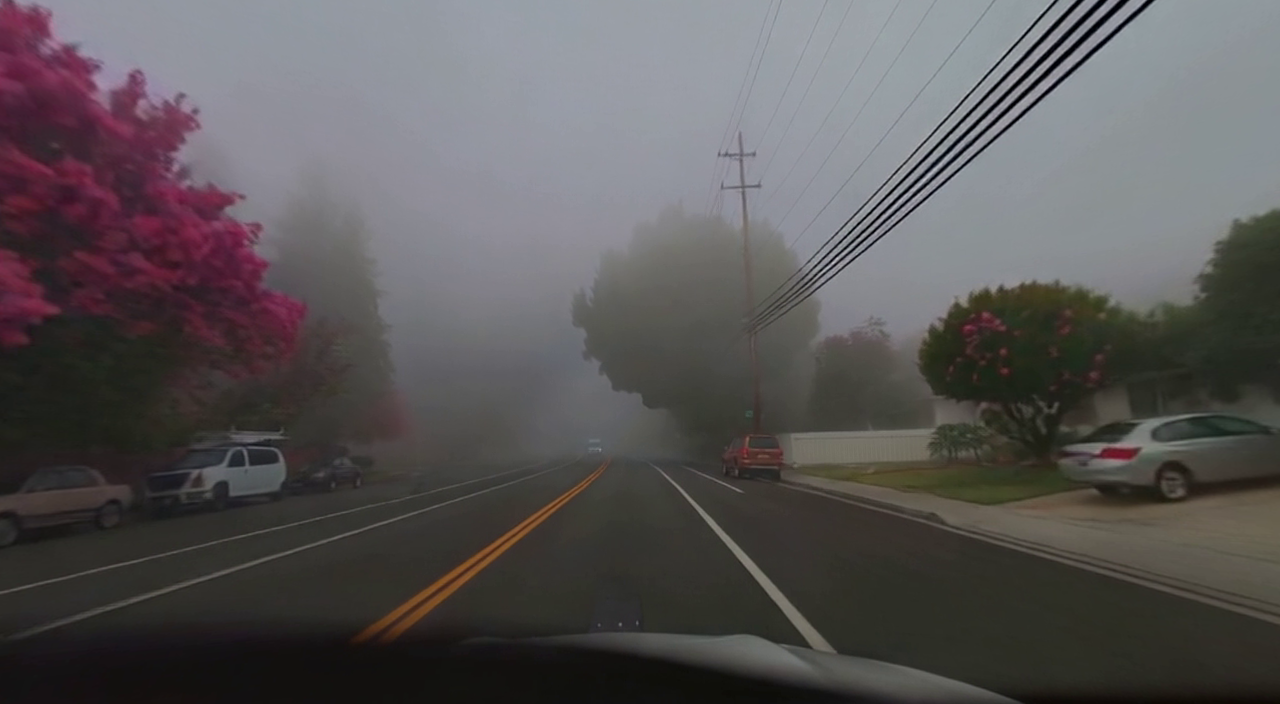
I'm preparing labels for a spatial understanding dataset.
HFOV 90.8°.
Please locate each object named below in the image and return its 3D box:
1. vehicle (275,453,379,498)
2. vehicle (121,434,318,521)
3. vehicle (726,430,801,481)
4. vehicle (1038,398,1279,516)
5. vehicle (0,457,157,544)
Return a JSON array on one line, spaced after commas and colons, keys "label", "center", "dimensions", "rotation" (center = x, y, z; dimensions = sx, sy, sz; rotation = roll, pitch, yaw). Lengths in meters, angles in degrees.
[{"label": "vehicle", "center": [-13.298, 5.247, 27.247], "dimensions": [2.106, 1.606, 4.804], "rotation": [-1, -8, 0]}, {"label": "vehicle", "center": [-13.018, 3.816, 20.267], "dimensions": [2.331, 2.265, 5.888], "rotation": [-2, -7, -1]}, {"label": "vehicle", "center": [5.306, 4.524, 27.918], "dimensions": [2.238, 1.995, 5.491], "rotation": [0, -8, 0]}, {"label": "vehicle", "center": [10.640, 1.935, 12.013], "dimensions": [4.598, 1.892, 1.990], "rotation": [-3, -8, 3]}, {"label": "vehicle", "center": [-13.220, 3.085, 13.526], "dimensions": [2.041, 1.573, 4.575], "rotation": [0, -8, 1]}]
